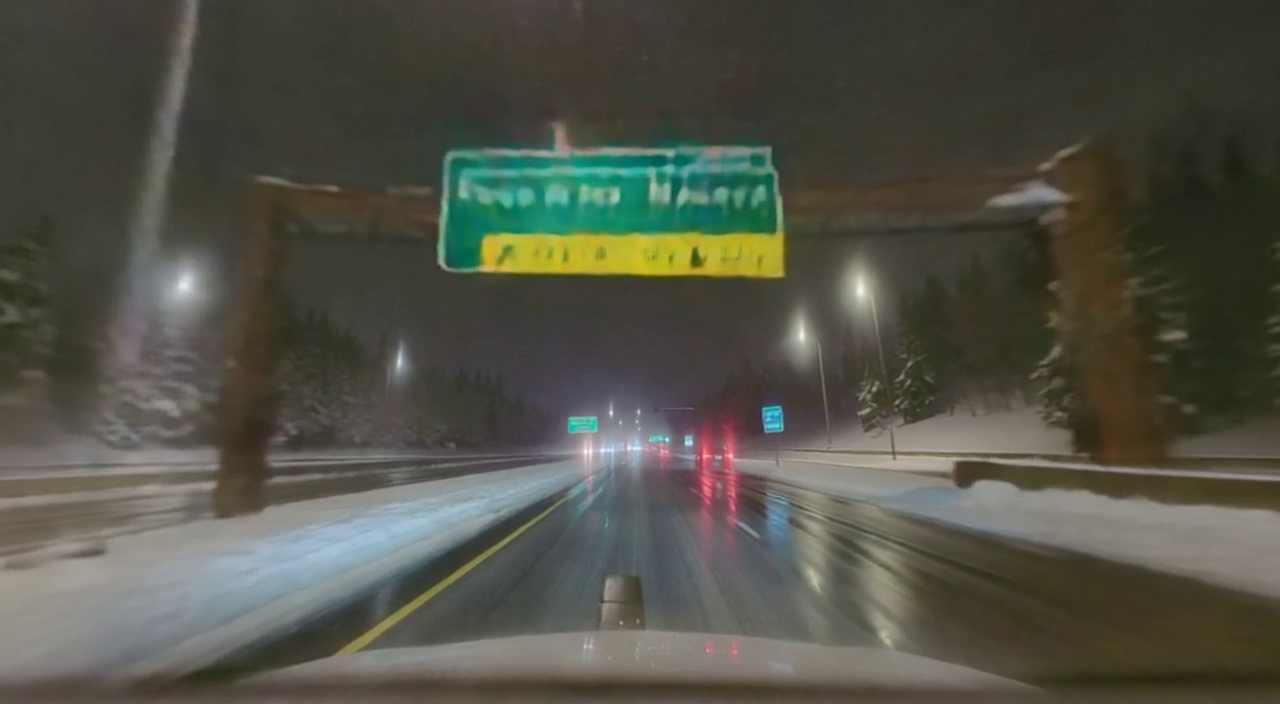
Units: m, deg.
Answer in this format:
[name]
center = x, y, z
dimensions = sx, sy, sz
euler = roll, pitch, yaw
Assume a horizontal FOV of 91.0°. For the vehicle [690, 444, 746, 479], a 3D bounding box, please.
[vehicle]
center = 3.564, 5.071, 29.533
dimensions = 2.033, 1.501, 4.398
euler = 0, -9, -1
